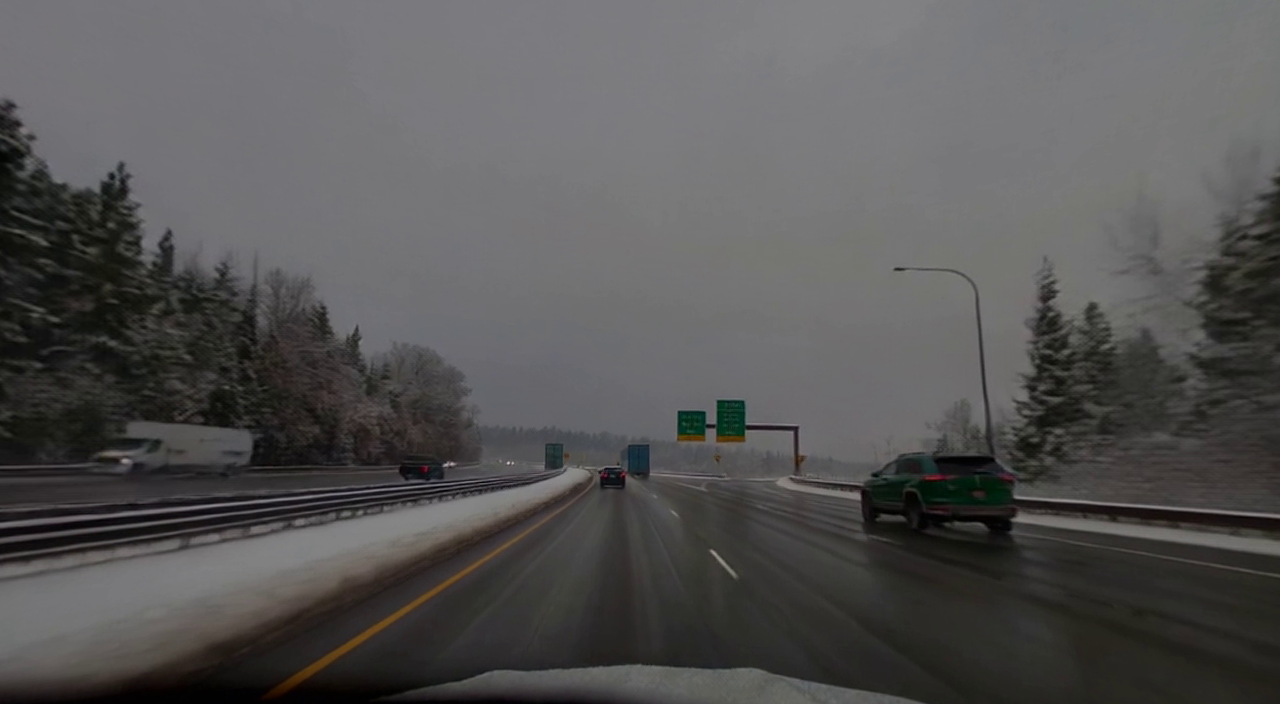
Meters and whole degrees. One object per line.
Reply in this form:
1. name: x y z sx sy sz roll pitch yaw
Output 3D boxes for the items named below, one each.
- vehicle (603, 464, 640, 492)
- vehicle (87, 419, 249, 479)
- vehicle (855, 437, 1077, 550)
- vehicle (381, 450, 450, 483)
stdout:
1. vehicle: -1.091 7.235 36.346 1.987 1.467 3.903 1 -10 -2
2. vehicle: -33.330 7.180 45.495 2.954 3.720 11.544 1 -11 -1
3. vehicle: 6.134 2.738 12.689 1.998 1.776 4.663 1 -10 0
4. vehicle: -11.955 6.166 33.938 1.952 1.618 4.859 1 -10 -1
